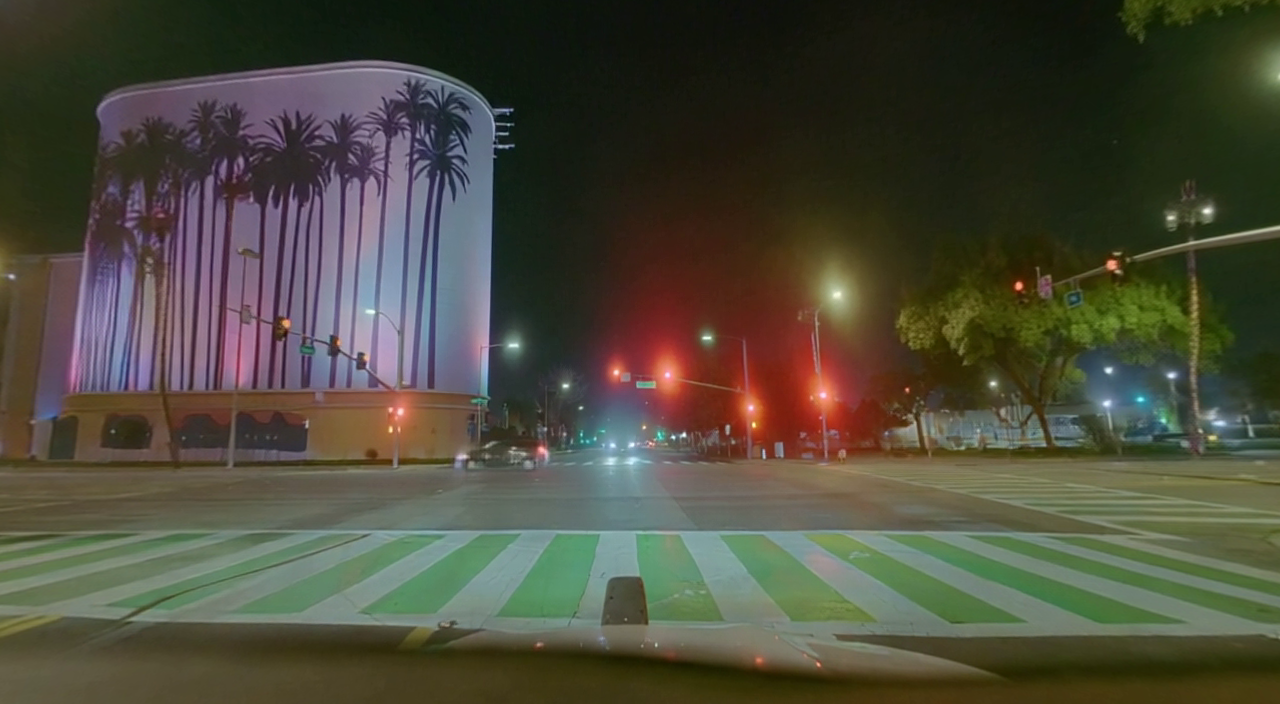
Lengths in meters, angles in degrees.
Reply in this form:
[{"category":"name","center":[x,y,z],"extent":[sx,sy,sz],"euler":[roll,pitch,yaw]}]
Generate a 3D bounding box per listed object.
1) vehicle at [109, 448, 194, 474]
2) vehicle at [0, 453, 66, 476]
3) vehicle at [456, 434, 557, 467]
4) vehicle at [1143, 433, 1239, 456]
[{"category":"vehicle","center":[-33.084,7.396,42.750],"extent":[4.136,1.661,1.857],"euler":[0,-8,1]},{"category":"vehicle","center":[-41.679,7.602,42.763],"extent":[3.698,1.508,1.779],"euler":[0,-8,1]},{"category":"vehicle","center":[-7.853,5.830,37.466],"extent":[5.477,1.880,2.125],"euler":[0,-8,1]},{"category":"vehicle","center":[36.023,6.040,41.283],"extent":[4.606,1.449,1.687],"euler":[0,-8,2]}]
